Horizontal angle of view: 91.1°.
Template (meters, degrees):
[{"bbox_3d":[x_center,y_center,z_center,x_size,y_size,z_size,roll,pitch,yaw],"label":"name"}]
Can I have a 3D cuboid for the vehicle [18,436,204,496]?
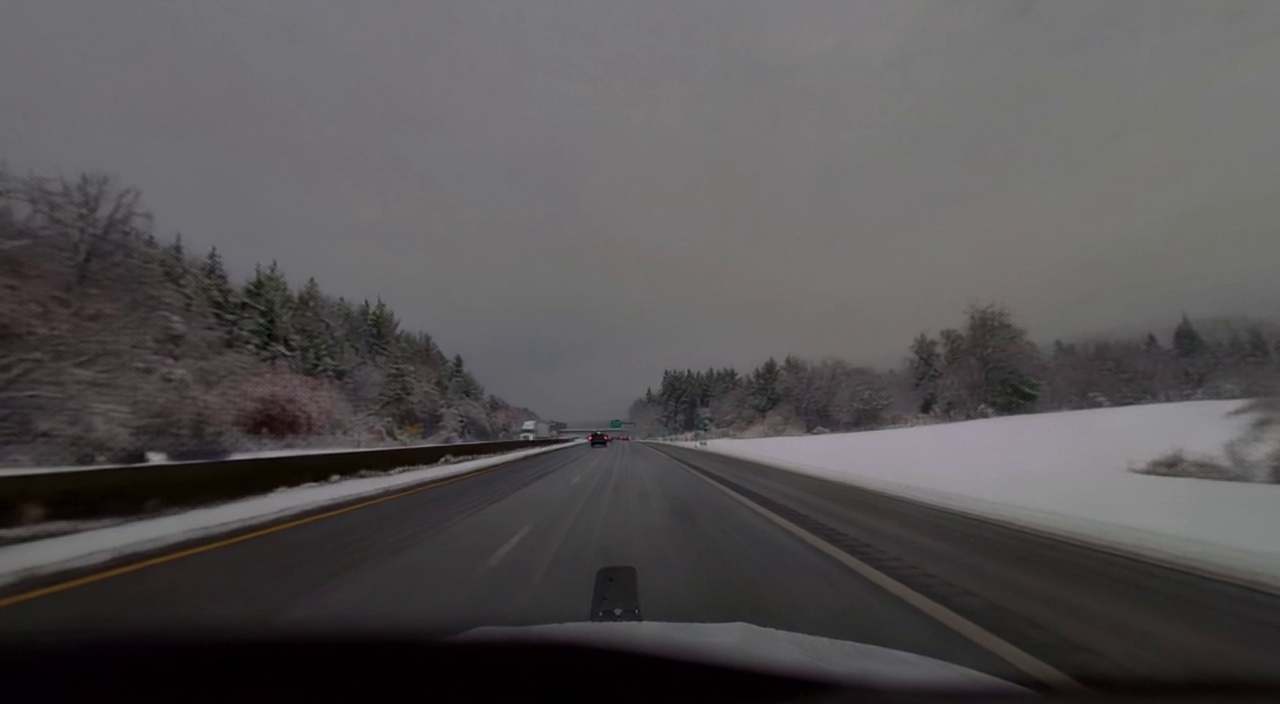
[{"bbox_3d":[-14.931,3.192,18.113,1.836,1.507,4.073,0,-8,-1],"label":"vehicle"}]
